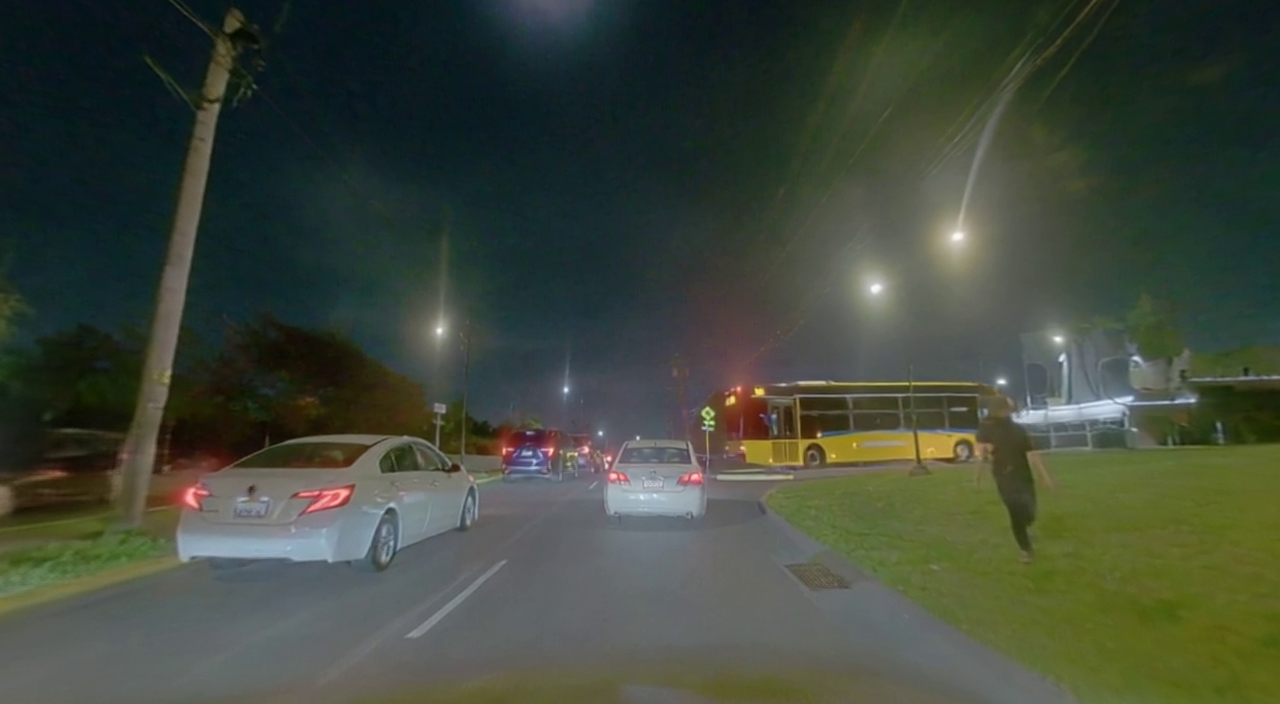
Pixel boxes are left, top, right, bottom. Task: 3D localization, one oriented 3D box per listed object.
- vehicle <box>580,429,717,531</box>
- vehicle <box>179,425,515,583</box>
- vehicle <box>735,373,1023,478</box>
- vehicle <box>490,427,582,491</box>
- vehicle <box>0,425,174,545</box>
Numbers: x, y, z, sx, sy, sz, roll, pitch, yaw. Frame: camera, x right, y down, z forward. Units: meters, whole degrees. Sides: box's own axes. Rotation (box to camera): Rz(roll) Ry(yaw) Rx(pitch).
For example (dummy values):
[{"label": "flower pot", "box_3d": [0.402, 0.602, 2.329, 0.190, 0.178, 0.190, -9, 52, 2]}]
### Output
[{"label": "vehicle", "box_3d": [0.200, 2.184, 11.290, 2.020, 1.478, 3.922, -1, -8, 2]}, {"label": "vehicle", "box_3d": [-3.289, 1.789, 8.348, 1.953, 1.480, 4.522, -1, -8, 5]}, {"label": "vehicle", "box_3d": [8.650, 2.713, 22.781, 9.977, 3.303, 2.948, 3, -9, -19]}, {"label": "vehicle", "box_3d": [-3.104, 3.315, 19.904, 2.017, 1.761, 4.572, 0, -8, 2]}, {"label": "vehicle", "box_3d": [-9.918, 2.017, 9.865, 2.086, 1.656, 4.010, 0, -8, 1]}]
